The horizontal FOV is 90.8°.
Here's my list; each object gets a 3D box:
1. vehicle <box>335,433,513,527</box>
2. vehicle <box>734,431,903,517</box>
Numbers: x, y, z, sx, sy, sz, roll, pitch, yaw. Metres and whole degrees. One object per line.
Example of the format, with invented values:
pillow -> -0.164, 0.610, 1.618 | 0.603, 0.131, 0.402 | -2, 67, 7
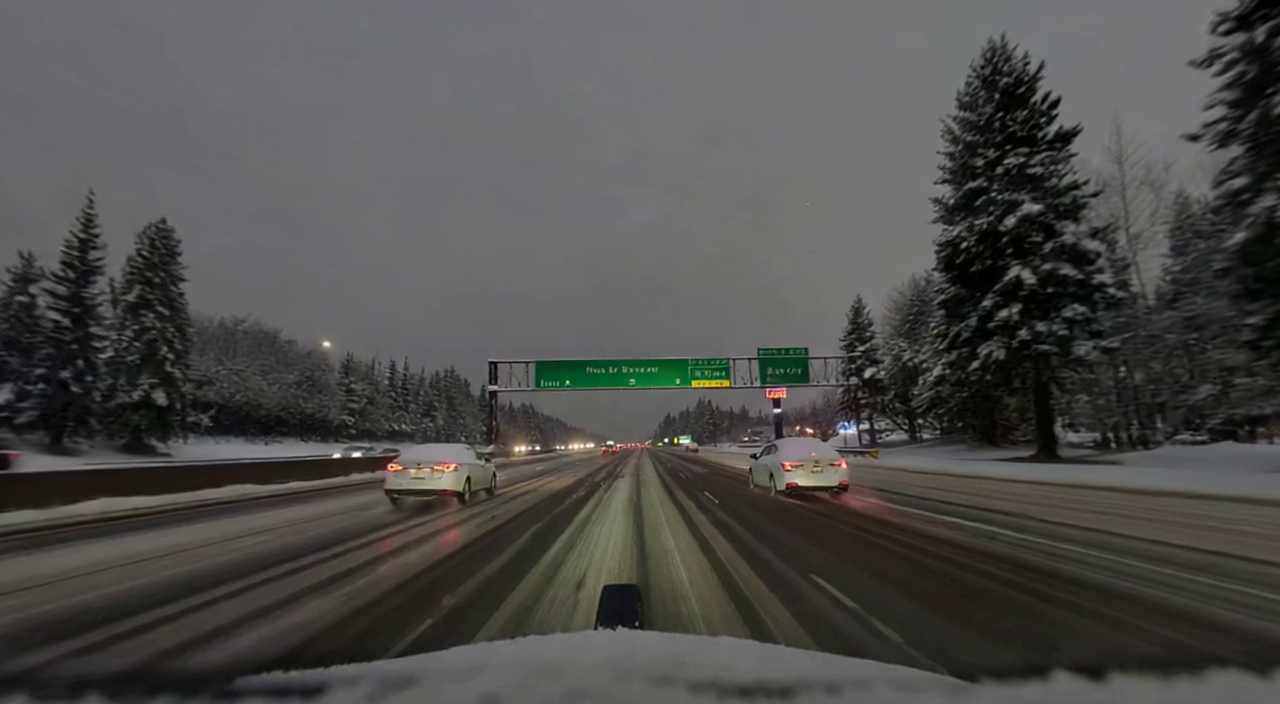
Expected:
vehicle -> -3.941, 2.387, 12.399 | 1.939, 1.508, 4.272 | 0, -8, 1
vehicle -> 3.523, 2.521, 13.670 | 2.164, 1.507, 4.914 | 0, -8, -1
